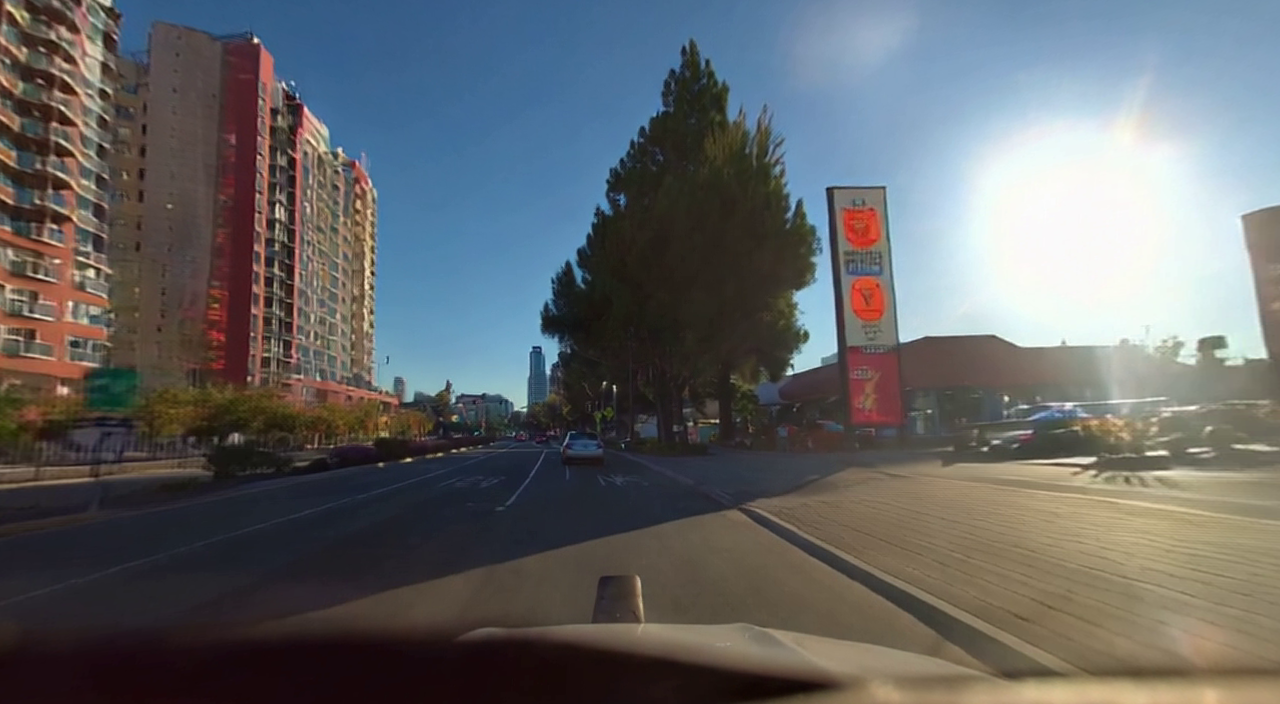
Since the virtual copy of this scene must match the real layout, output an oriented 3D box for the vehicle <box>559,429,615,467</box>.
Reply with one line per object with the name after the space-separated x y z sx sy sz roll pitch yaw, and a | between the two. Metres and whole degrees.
-2.463 4.263 28.206 2.231 1.572 4.227 1 -8 -8 | vehicle
